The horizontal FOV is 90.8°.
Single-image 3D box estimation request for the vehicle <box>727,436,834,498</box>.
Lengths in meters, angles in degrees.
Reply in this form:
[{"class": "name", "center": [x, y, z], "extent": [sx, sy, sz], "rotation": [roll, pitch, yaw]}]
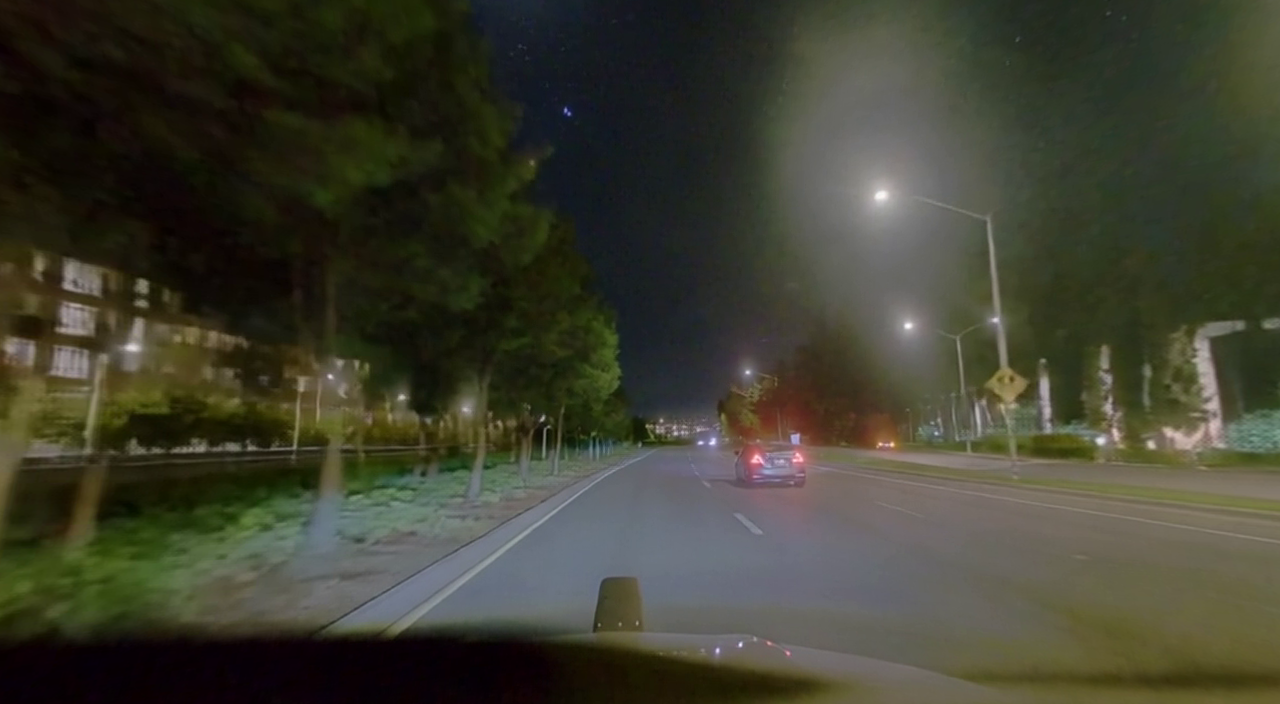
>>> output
[{"class": "vehicle", "center": [3.722, 3.123, 17.615], "extent": [1.928, 1.481, 4.453], "rotation": [0, -8, 0]}]
